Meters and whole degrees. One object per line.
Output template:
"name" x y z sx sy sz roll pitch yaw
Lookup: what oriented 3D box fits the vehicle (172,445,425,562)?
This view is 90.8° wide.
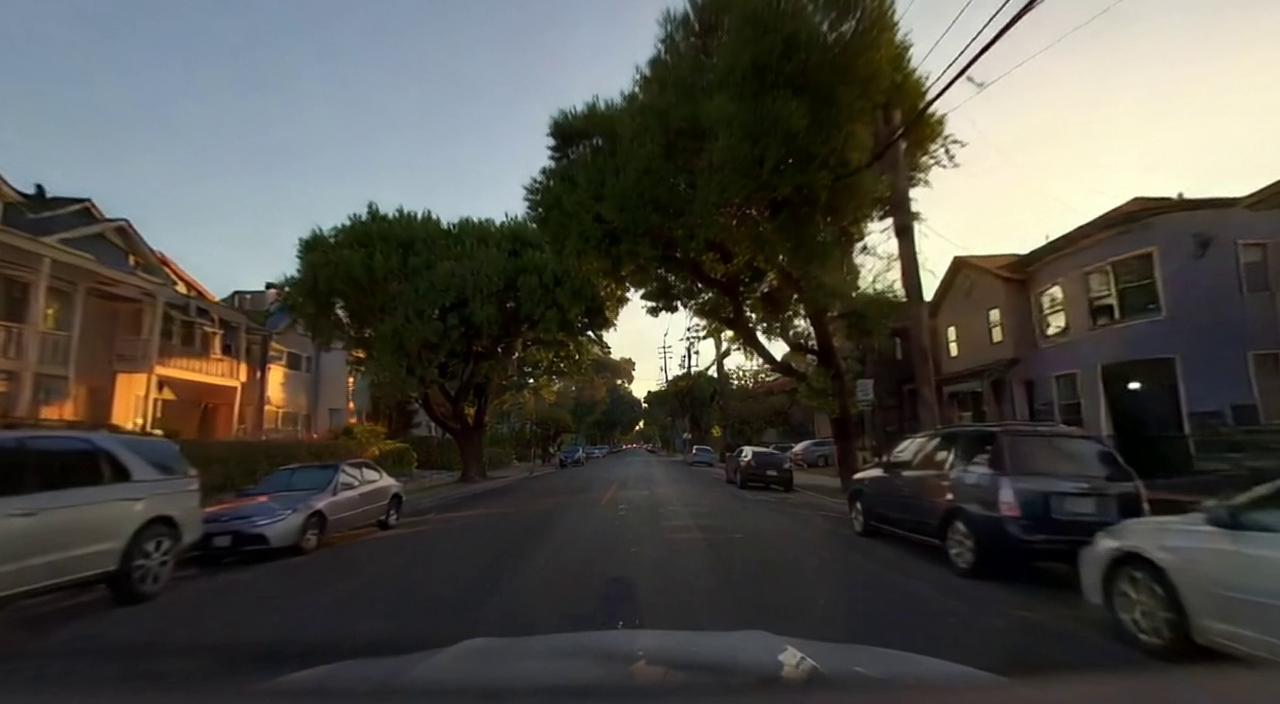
"vehicle" -5.722 2.532 11.478 1.991 1.464 4.763 -3 -7 0

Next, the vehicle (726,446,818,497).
"vehicle" 4.203 3.853 20.906 1.930 1.470 4.738 0 -8 -1

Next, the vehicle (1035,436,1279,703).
"vehicle" 3.994 1.060 2.588 1.804 1.422 4.497 0 -8 0

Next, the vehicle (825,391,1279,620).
"vehicle" 4.192 1.643 7.906 2.083 1.829 5.466 0 -8 0

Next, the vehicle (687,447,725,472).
"vehicle" 4.239 6.935 41.124 1.911 1.538 3.960 1 -9 -2

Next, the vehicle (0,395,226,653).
"vehicle" -5.667 1.349 5.034 2.046 1.825 4.627 -2 -7 -7
